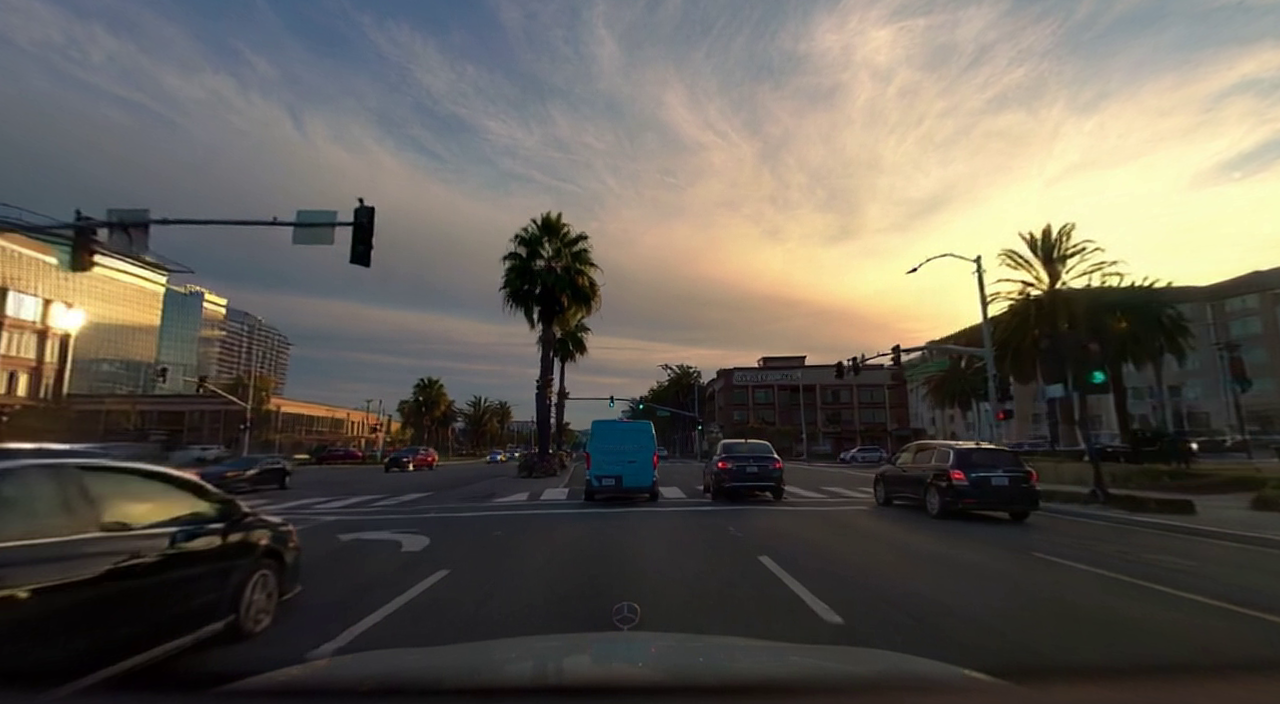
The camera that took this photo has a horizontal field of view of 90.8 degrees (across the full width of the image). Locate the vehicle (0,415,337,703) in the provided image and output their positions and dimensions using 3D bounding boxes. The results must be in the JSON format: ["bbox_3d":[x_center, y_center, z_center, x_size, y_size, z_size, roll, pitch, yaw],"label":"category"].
[{"bbox_3d":[-3.470,1.019,2.764,1.997,1.430,4.655,0,-9,0],"label":"vehicle"}]

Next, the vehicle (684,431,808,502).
[{"bbox_3d":[2.801,3.198,18.113,2.462,1.736,4.899,0,-9,-3],"label":"vehicle"}]

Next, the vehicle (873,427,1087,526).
[{"bbox_3d":[7.074,2.617,13.856,2.023,1.771,4.488,0,-9,-2],"label":"vehicle"}]

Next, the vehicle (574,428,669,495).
[{"bbox_3d":[-0.659,3.705,21.843,2.848,1.991,5.706,0,-9,-2],"label":"vehicle"}]
